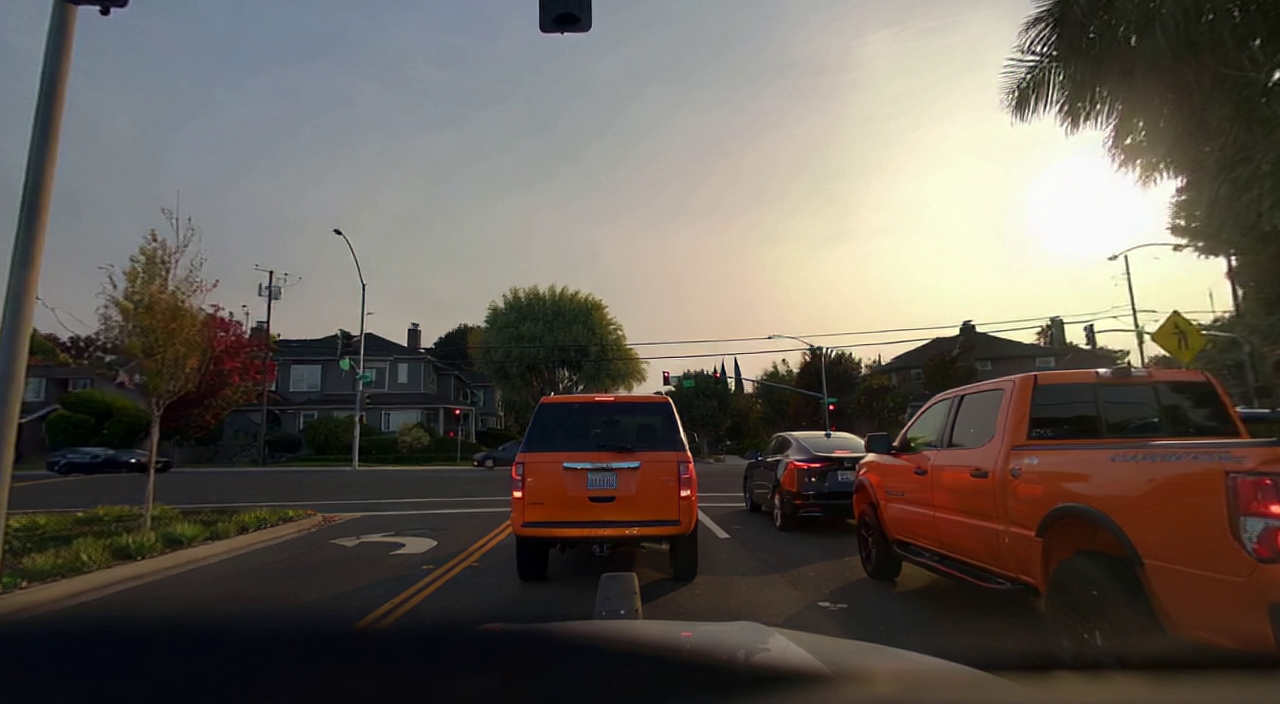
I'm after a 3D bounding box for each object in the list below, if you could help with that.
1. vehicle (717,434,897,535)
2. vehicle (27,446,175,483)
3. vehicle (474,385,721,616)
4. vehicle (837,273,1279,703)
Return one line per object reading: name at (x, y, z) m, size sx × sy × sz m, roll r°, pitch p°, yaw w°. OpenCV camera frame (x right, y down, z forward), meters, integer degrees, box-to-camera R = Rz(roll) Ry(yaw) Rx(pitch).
vehicle at (2.730, 2.267, 11.537) m, size 1.952 × 1.465 × 4.421 m, roll 0°, pitch -8°, yaw -2°
vehicle at (-22.947, 4.789, 27.046) m, size 4.533 × 1.350 × 1.714 m, roll 0°, pitch -7°, yaw -9°
vehicle at (-0.285, 1.396, 6.679) m, size 1.915 × 1.780 × 3.379 m, roll 0°, pitch -8°, yaw 2°
vehicle at (2.983, 0.938, 3.810) m, size 1.886 × 1.849 × 5.070 m, roll 0°, pitch -8°, yaw -1°
